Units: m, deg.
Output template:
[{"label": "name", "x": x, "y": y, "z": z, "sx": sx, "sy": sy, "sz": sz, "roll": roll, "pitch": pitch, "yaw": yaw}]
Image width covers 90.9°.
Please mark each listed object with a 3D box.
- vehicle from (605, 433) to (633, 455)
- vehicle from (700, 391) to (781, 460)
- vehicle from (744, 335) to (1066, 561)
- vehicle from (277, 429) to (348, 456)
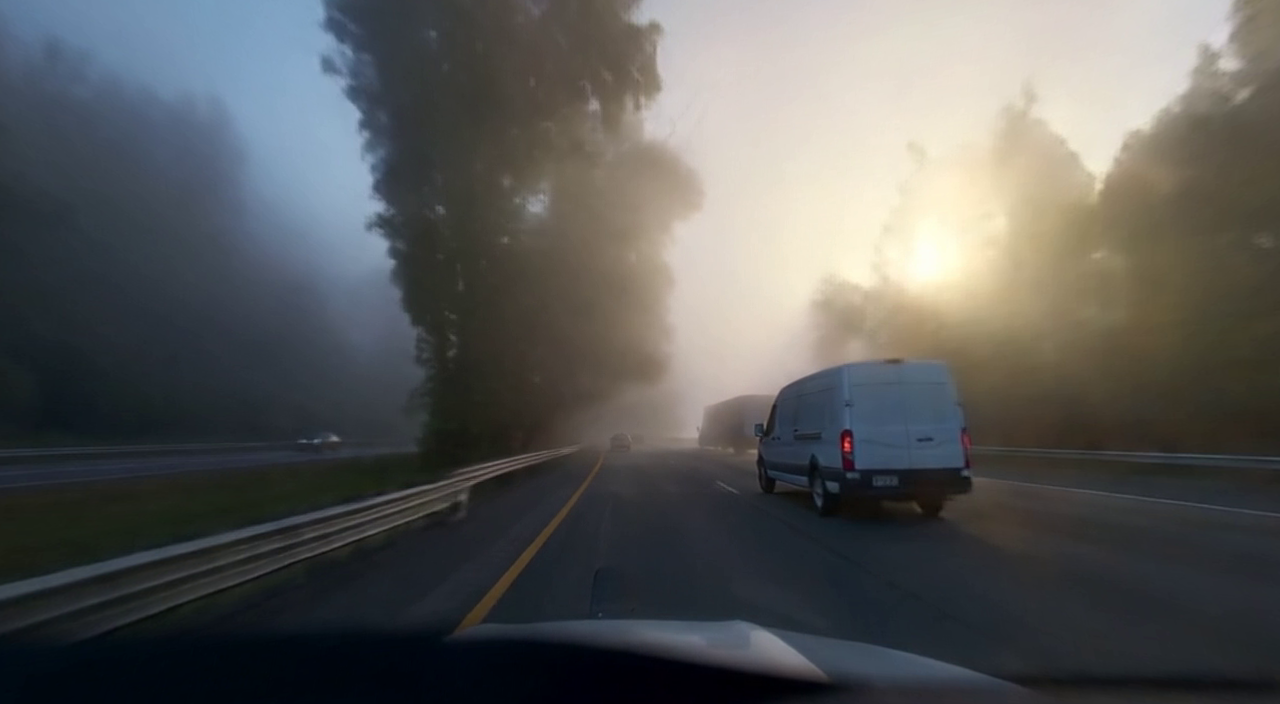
[{"label": "vehicle", "x": -1.649, "y": 7.122, "z": 48.972, "sx": 2.088, "sy": 1.671, "sz": 4.068, "roll": 0, "pitch": -8, "yaw": -2}, {"label": "vehicle", "x": 6.644, "y": 5.294, "z": 44.482, "sx": 2.888, "sy": 4.093, "sz": 14.227, "roll": 0, "pitch": -8, "yaw": -2}, {"label": "vehicle", "x": 3.428, "y": 1.415, "z": 9.840, "sx": 2.436, "sy": 2.521, "sz": 5.409, "roll": 0, "pitch": -8, "yaw": -2}, {"label": "vehicle", "x": -19.363, "y": 5.357, "z": 37.557, "sx": 1.860, "sy": 1.500, "sz": 4.781, "roll": 0, "pitch": -8, "yaw": -3}]
